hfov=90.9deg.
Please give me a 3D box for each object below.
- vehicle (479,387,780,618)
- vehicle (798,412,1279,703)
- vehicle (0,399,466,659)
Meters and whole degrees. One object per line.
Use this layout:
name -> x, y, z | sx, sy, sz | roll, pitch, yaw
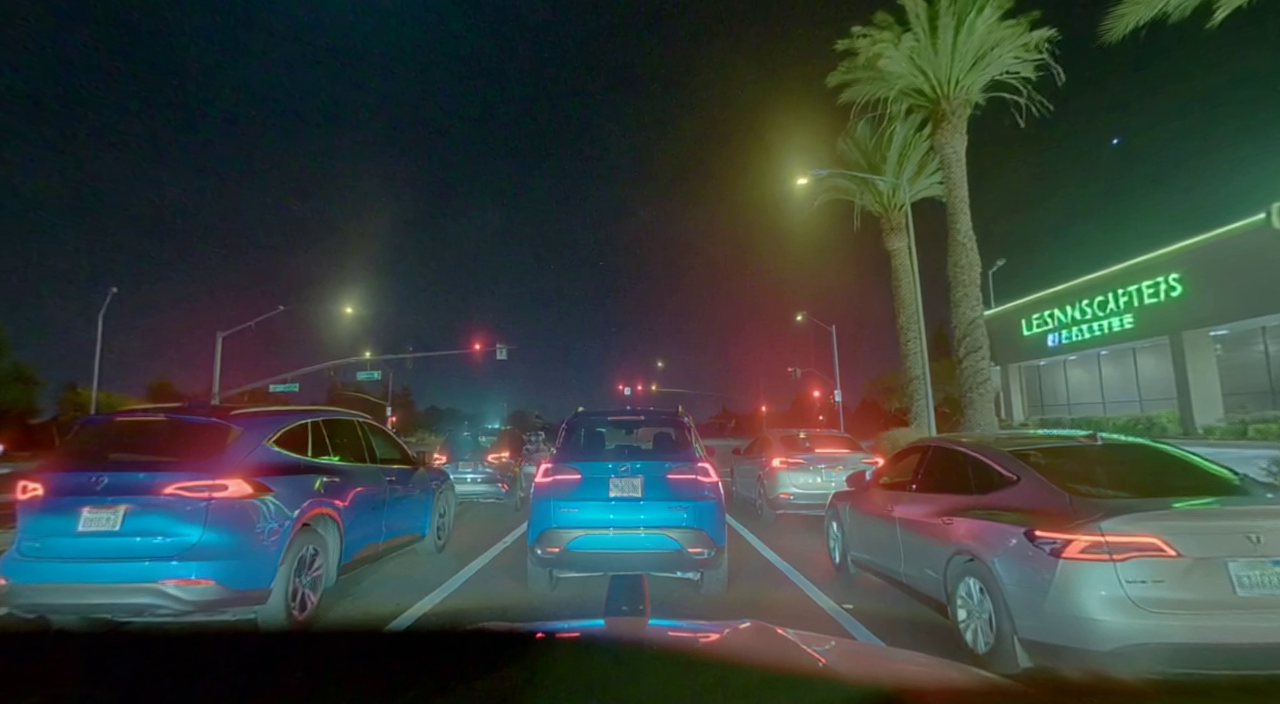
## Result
vehicle -> -0.136, 1.465, 7.063 | 2.280, 1.747, 4.361 | 0, -8, -2
vehicle -> 2.961, 1.371, 5.259 | 2.017, 1.491, 4.611 | 0, -8, -1
vehicle -> -3.355, 1.381, 6.049 | 2.014, 1.534, 4.455 | 0, -8, 1
